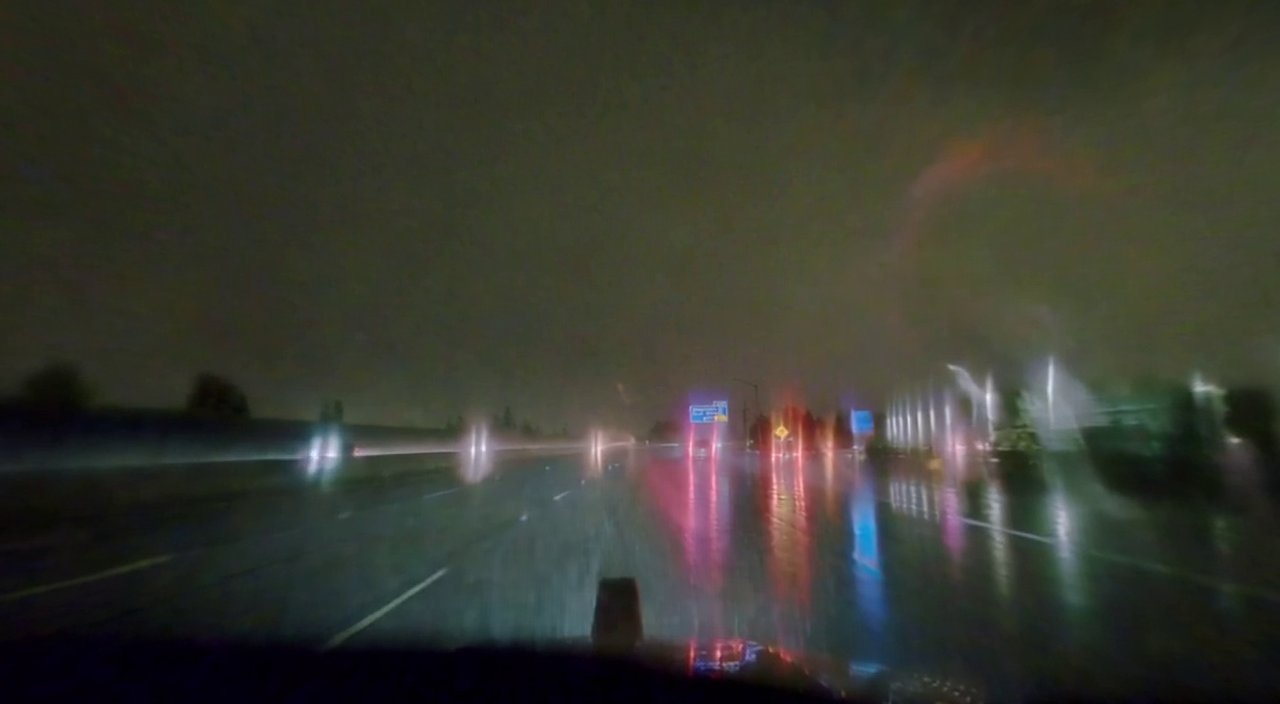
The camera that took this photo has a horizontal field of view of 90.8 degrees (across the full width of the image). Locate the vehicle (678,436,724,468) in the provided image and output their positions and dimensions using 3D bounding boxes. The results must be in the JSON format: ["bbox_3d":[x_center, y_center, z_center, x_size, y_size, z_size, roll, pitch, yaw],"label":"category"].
[{"bbox_3d":[3.549,5.902,37.389,2.224,1.738,4.376,0,-9,-1],"label":"vehicle"}]
